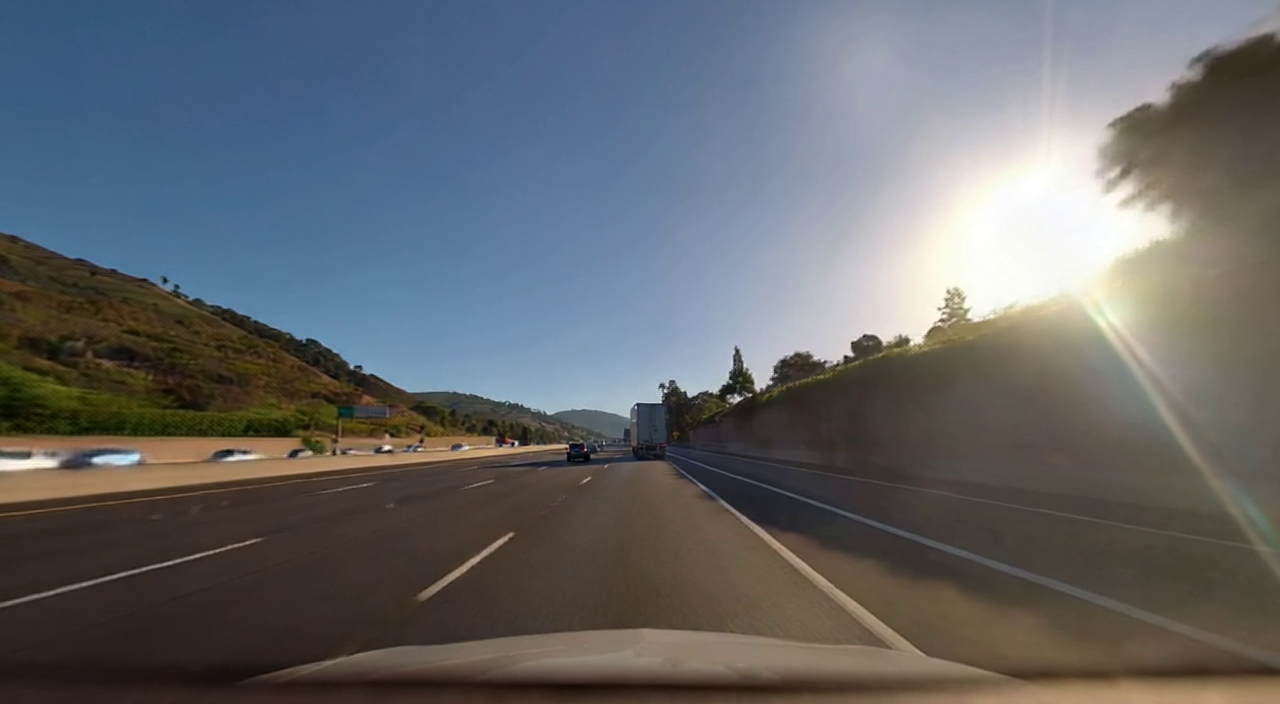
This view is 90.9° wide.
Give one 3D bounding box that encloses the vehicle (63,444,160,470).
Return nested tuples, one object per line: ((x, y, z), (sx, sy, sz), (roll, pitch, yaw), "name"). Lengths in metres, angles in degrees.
((-39.294, 7.766, 47.131), (2.158, 1.816, 5.645), (-1, -8, 3), "vehicle")

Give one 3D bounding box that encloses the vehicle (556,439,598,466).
((-3.686, 5.967, 37.510), (1.983, 1.508, 4.060), (0, -8, 1), "vehicle")
